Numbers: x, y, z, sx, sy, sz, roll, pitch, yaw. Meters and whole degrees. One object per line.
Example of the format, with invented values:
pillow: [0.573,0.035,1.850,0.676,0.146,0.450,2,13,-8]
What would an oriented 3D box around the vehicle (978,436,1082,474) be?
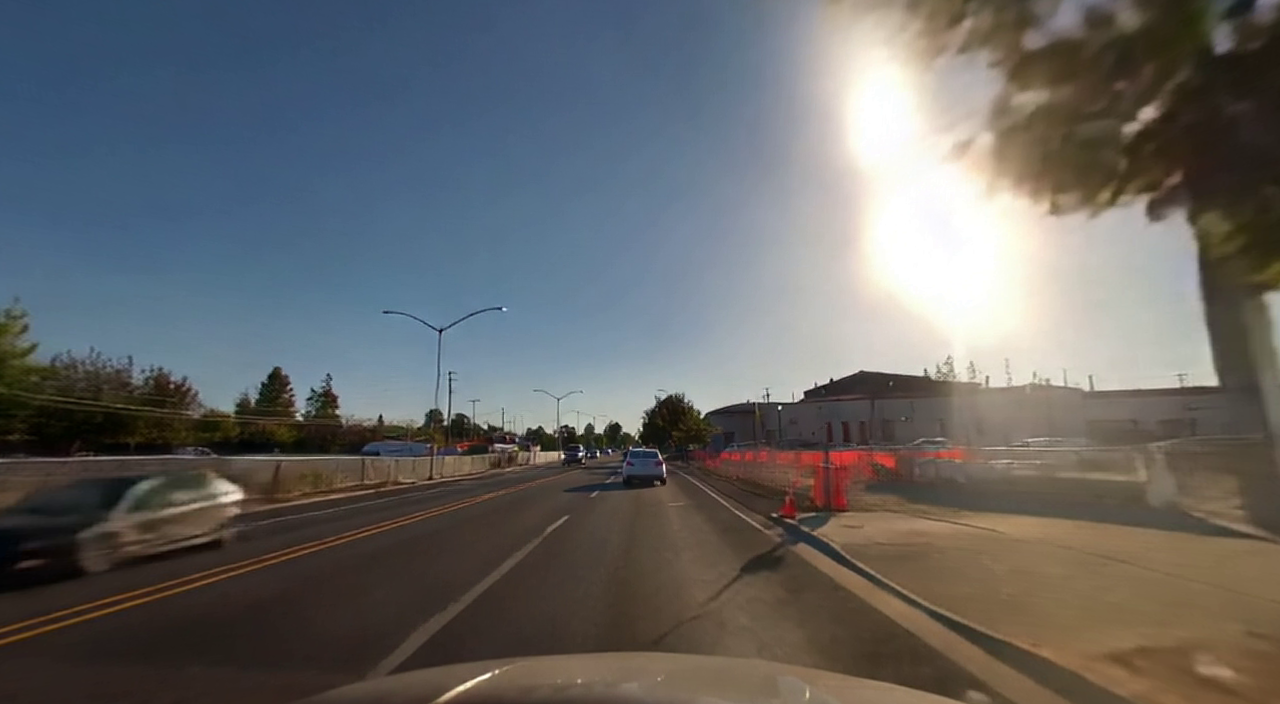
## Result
vehicle: [18.882,5.028,30.710,2.039,1.705,4.666,0,-9,0]

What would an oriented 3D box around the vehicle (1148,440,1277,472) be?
vehicle: [27.733,5.045,30.662,1.904,1.432,4.712,0,-9,1]

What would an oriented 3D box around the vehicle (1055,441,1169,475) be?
vehicle: [21.794,4.915,29.245,1.934,1.457,4.134,1,-9,-3]

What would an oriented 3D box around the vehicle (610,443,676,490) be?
vehicle: [0.107,4.049,22.482,2.144,1.514,4.063,0,-9,0]

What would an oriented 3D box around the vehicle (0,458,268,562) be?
vehicle: [-9.465,2.832,12.019,1.956,1.527,4.365,0,-9,1]
